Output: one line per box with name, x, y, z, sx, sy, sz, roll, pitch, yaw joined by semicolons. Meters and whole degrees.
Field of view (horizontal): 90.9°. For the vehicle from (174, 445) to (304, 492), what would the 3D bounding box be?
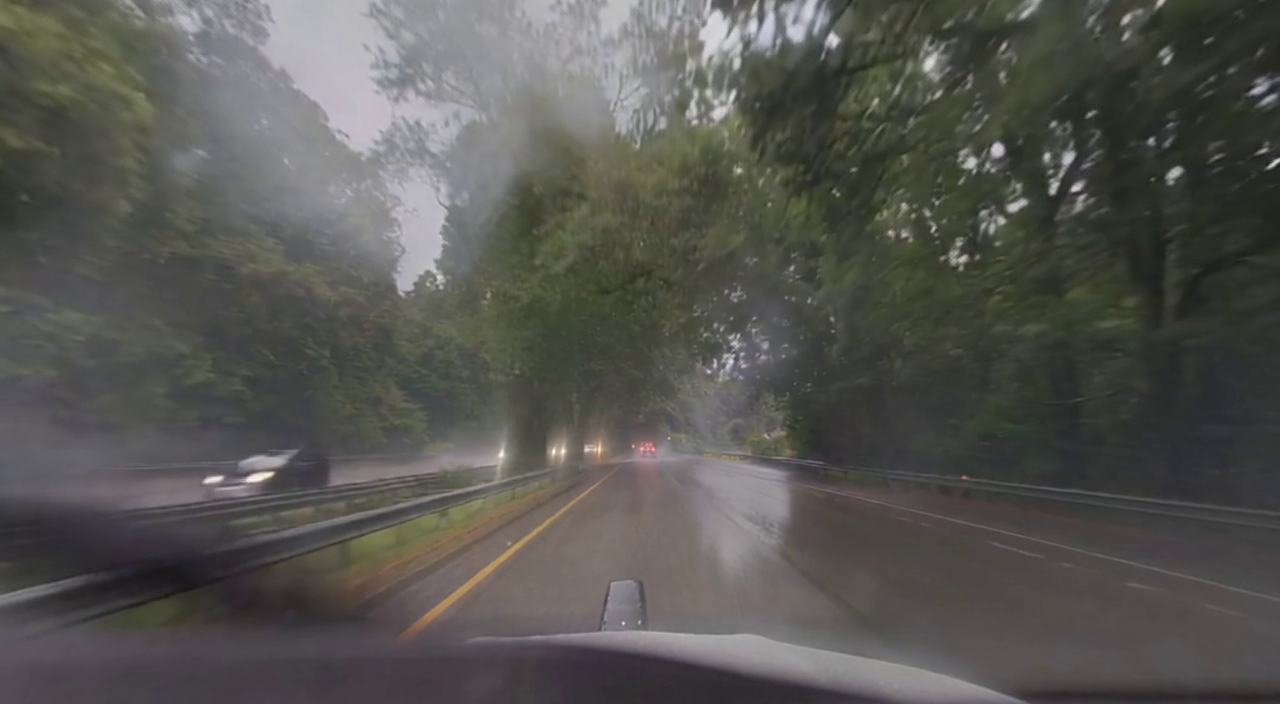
vehicle;-15.352;4.455;24.468;2.083;1.635;4.412;0;-9;0
